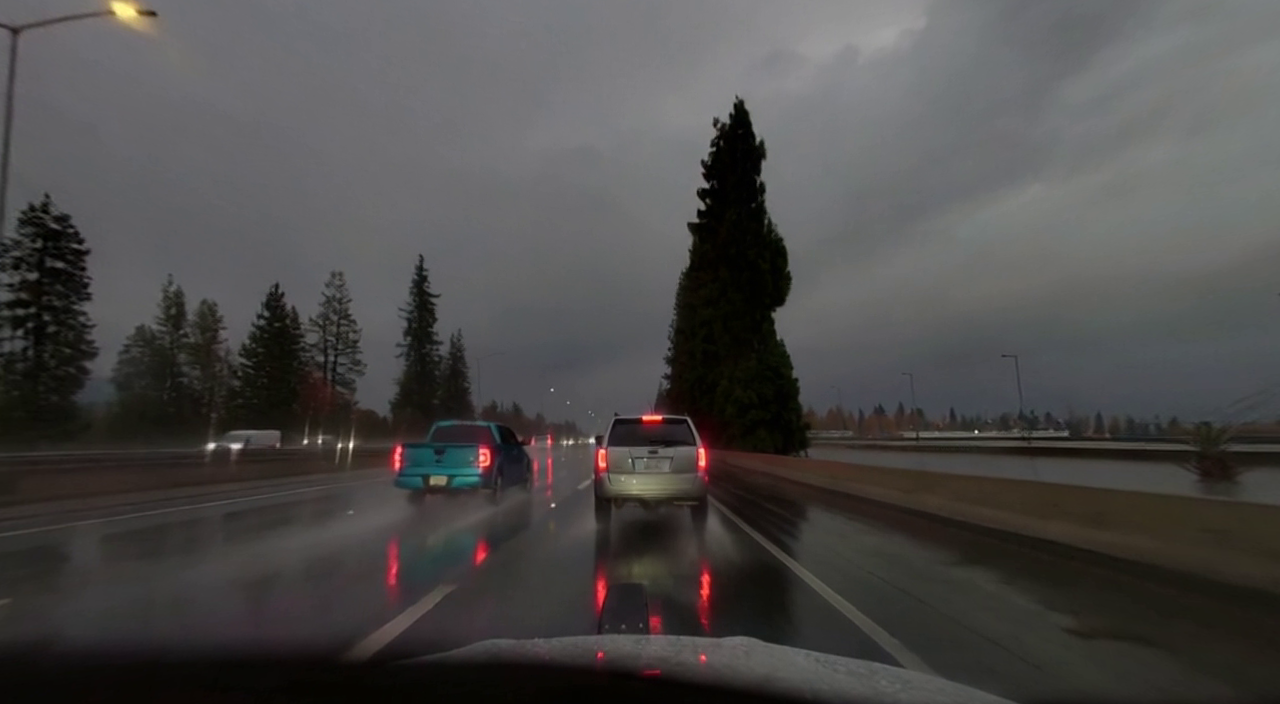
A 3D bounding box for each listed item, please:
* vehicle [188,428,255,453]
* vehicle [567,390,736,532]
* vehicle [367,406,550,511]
[{"bbox_3d":[-24.747,5.249,37.401,1.502,1.396,3.402,-1,-9,2],"label":"vehicle"},{"bbox_3d":[0.160,1.908,11.450,2.395,2.013,4.734,0,-8,0],"label":"vehicle"},{"bbox_3d":[-3.820,2.409,14.693,2.486,1.962,5.525,0,-8,2],"label":"vehicle"}]
